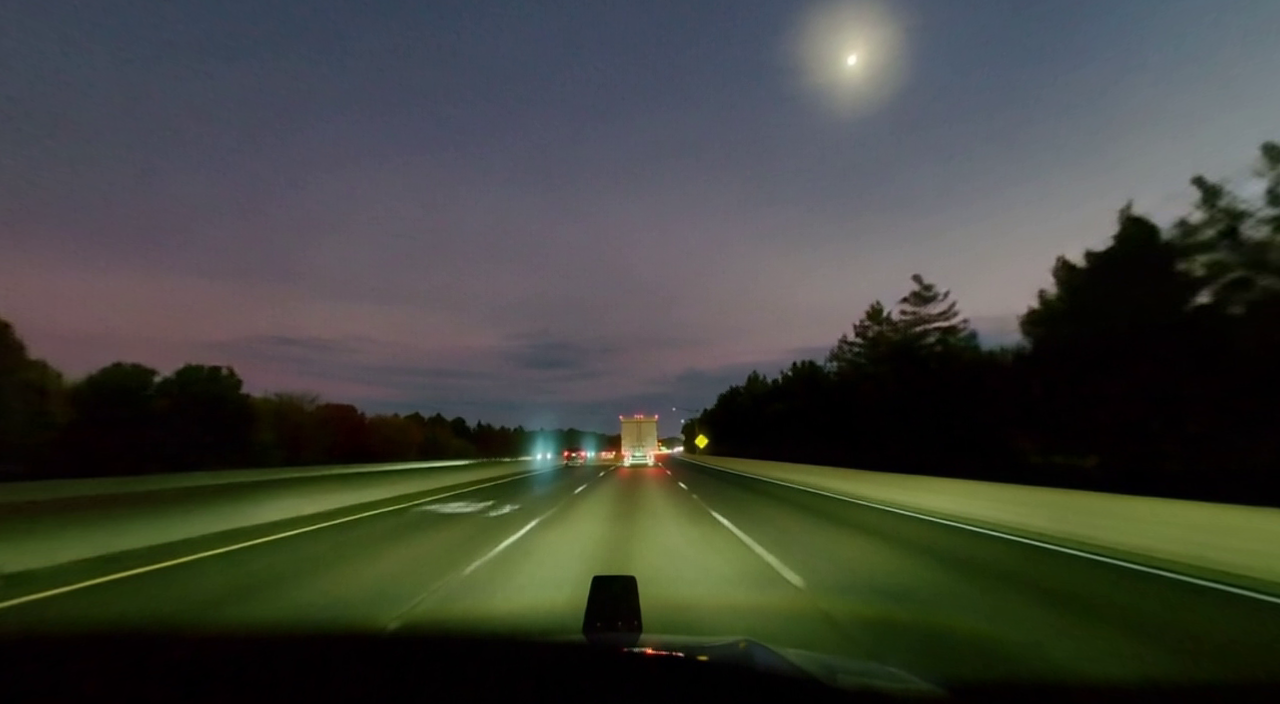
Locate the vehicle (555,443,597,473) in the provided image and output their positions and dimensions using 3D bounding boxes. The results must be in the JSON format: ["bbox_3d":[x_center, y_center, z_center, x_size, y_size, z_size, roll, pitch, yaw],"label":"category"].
[{"bbox_3d":[-3.762,6.329,37.572,2.112,1.645,4.129,0,-9,-1],"label":"vehicle"}]
